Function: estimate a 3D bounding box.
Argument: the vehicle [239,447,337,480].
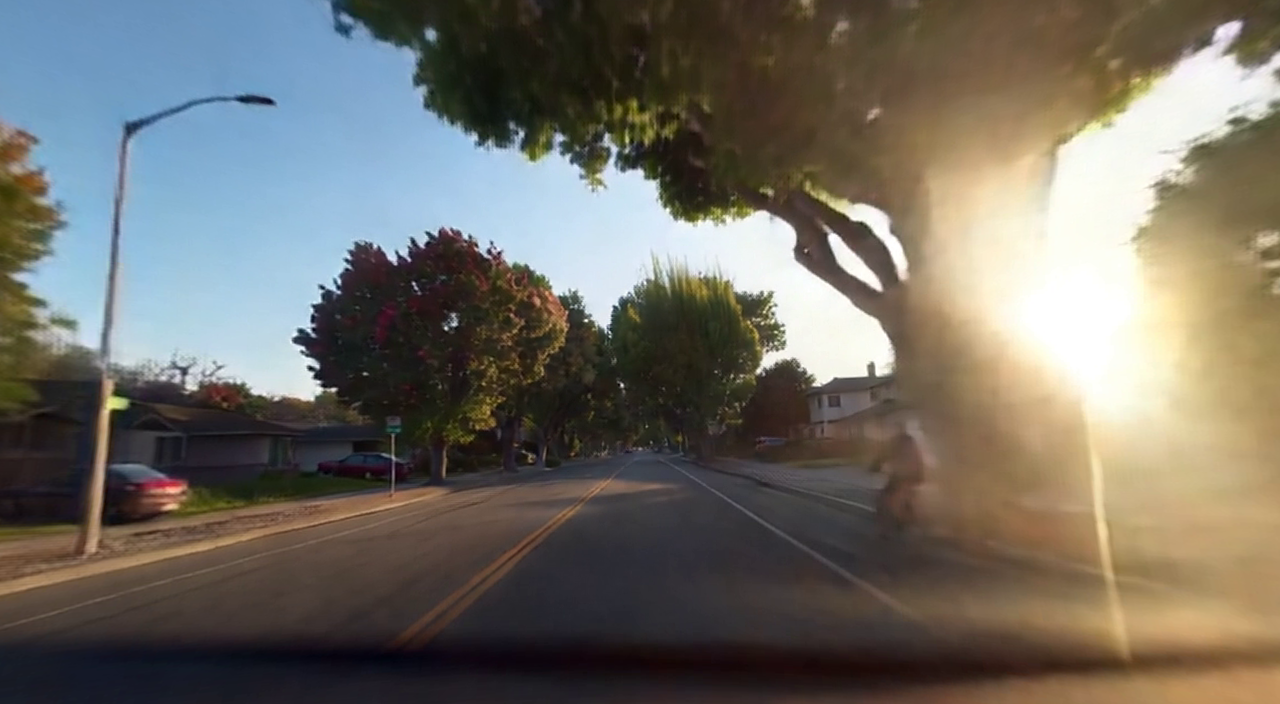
[{"bbox_3d":[-19.536,6.142,35.124,4.455,1.707,1.939,6,-11,-36],"label":"vehicle"}]

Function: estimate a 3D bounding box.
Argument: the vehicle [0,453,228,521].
[{"bbox_3d":[-12.892,3.149,15.044,4.717,1.465,1.887,0,-9,-3],"label":"vehicle"}]

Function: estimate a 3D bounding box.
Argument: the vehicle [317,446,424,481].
[{"bbox_3d":[-13.704,5.682,32.328,4.587,1.722,1.906,0,-9,-1],"label":"vehicle"}]

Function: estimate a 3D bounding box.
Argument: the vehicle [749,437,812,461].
[{"bbox_3d":[10.808,7.519,48.870,4.449,1.765,1.917,-1,-9,4],"label":"vehicle"}]
